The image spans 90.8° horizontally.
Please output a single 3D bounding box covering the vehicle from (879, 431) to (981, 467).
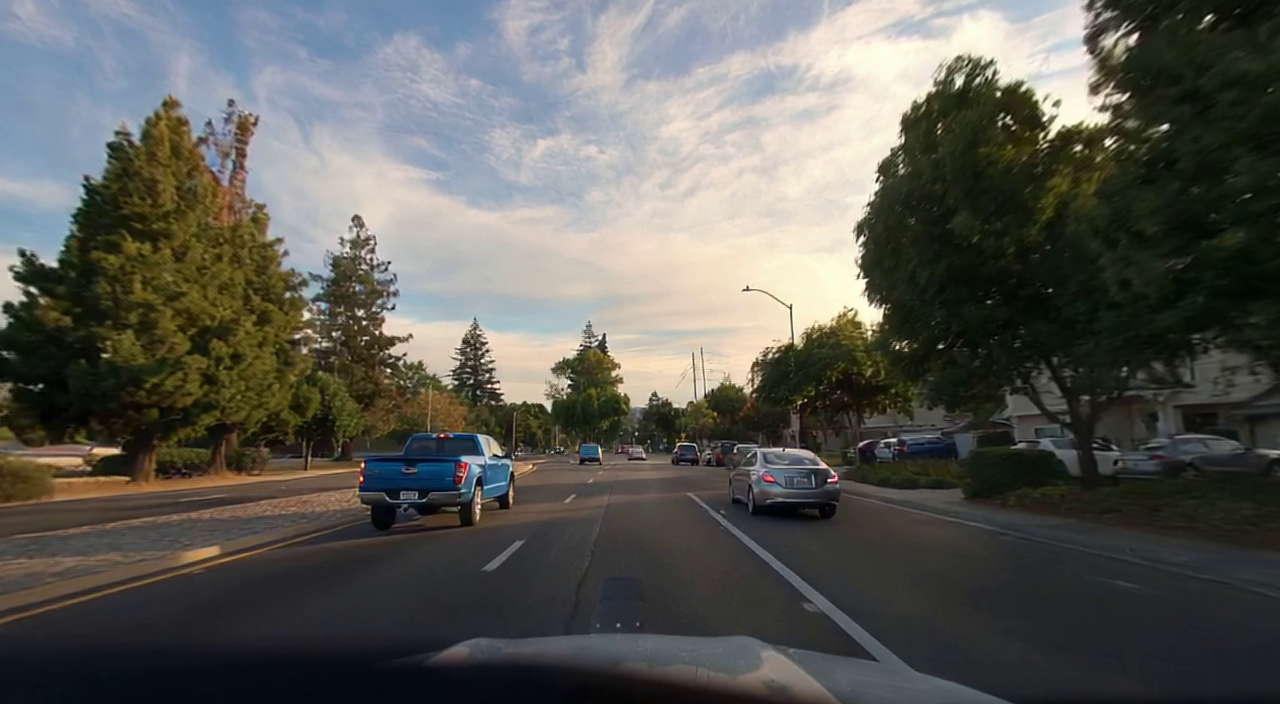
[{"bbox_3d":[15.118,5.060,33.098,4.320,1.792,1.989,0,-8,-1],"label":"vehicle"}]

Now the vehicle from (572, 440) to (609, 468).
[{"bbox_3d":[-3.381,7.095,44.225,2.218,1.829,4.492,0,-8,0],"label":"vehicle"}]

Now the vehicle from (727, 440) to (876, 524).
[{"bbox_3d":[3.133,2.596,13.237,1.884,1.463,4.195,0,-8,-2],"label":"vehicle"}]

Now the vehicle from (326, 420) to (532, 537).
[{"bbox_3d":[-3.645,2.309,12.252,2.111,1.745,5.274,0,-8,1],"label":"vehicle"}]

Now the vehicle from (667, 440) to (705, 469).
[{"bbox_3d":[3.076,6.908,42.819,2.099,1.845,4.363,0,-8,-2],"label":"vehicle"}]

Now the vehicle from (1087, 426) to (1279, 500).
[{"bbox_3d":[13.800,2.674,15.440,4.227,1.669,1.884,0,-8,0],"label":"vehicle"}]

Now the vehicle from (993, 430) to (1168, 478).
[{"bbox_3d":[14.797,3.422,21.358,4.634,1.507,1.928,1,-8,-7],"label":"vehicle"}]
